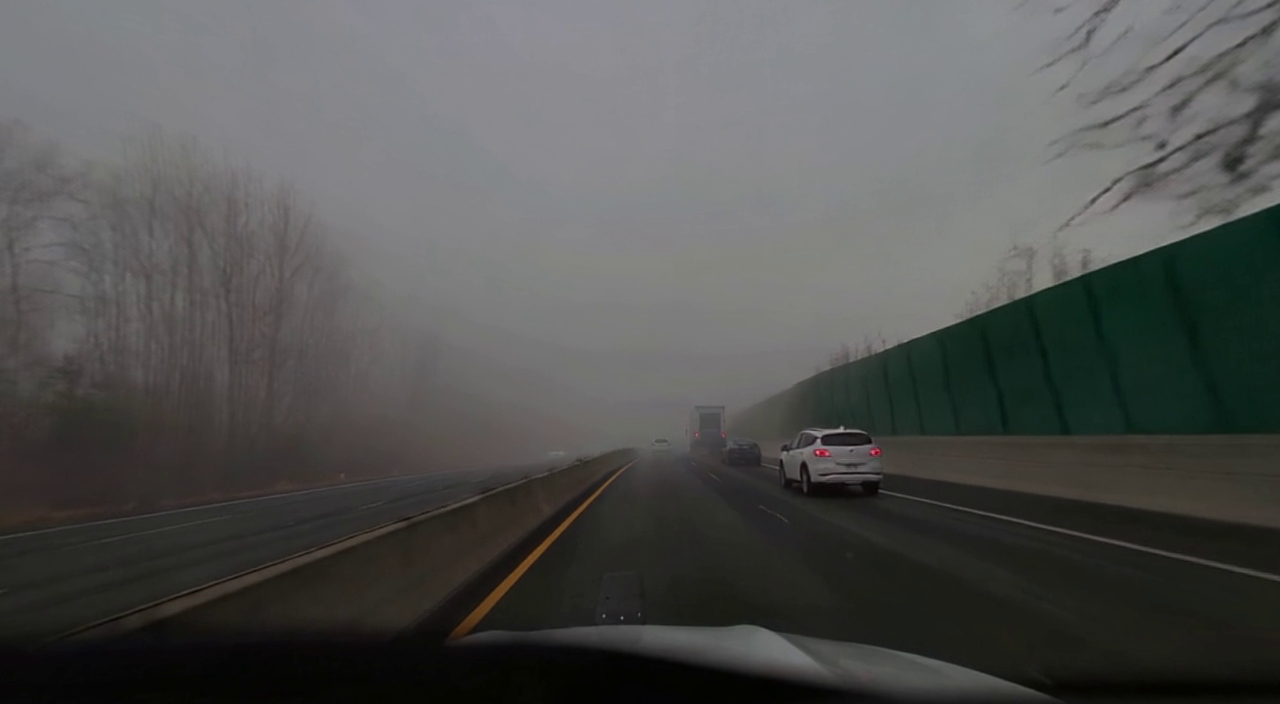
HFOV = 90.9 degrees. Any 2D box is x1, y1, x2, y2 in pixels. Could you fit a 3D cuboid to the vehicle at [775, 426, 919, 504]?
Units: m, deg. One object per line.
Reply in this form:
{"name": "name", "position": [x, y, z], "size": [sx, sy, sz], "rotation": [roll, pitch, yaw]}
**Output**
{"name": "vehicle", "position": [4.610, 2.573, 14.746], "size": [1.940, 1.539, 4.005], "rotation": [0, -8, -1]}

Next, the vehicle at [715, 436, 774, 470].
{"name": "vehicle", "position": [4.863, 4.759, 29.849], "size": [2.000, 1.473, 4.440], "rotation": [0, -8, 0]}
